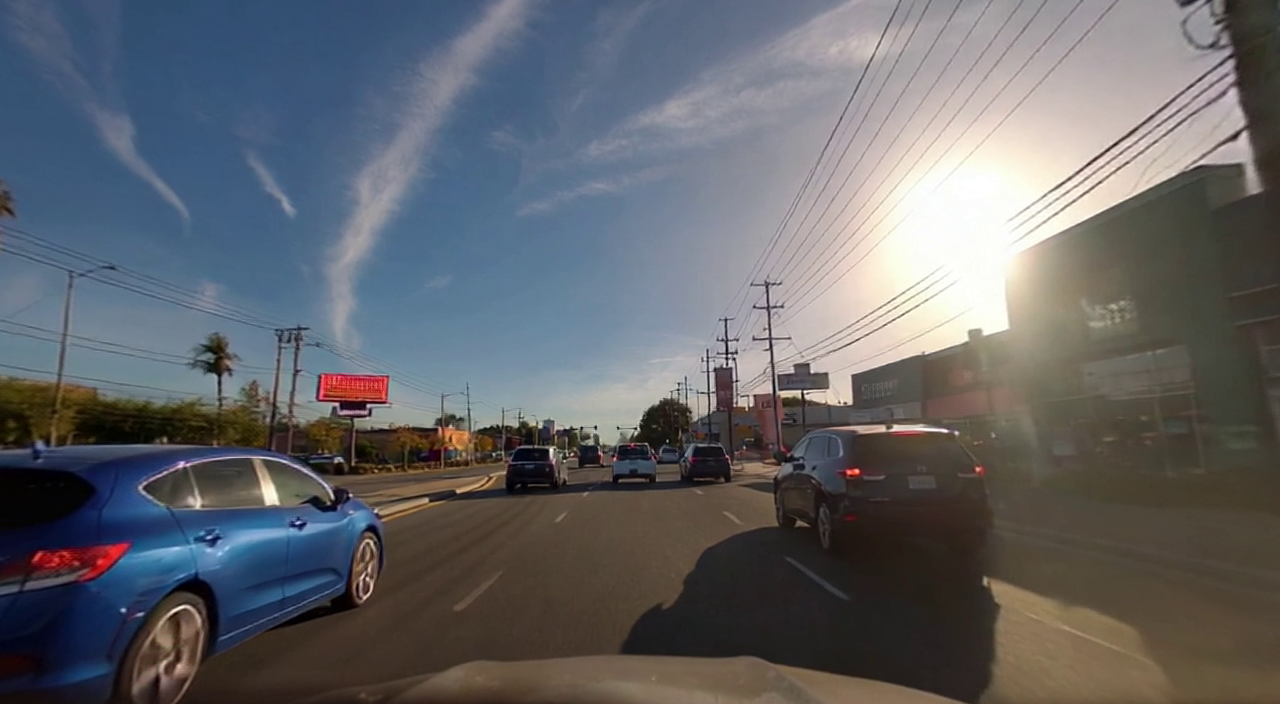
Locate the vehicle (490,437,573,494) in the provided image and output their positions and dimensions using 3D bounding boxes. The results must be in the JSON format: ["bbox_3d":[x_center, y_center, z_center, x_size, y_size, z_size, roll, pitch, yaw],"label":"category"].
[{"bbox_3d":[-3.448,3.687,20.844,2.051,1.671,3.861,0,-8,0],"label":"vehicle"}]

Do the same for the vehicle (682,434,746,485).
[{"bbox_3d":[2.969,4.417,26.282,2.026,1.904,4.102,0,-8,-1],"label":"vehicle"}]

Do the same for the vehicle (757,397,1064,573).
[{"bbox_3d":[3.407,1.810,9.400,2.282,1.897,4.915,0,-8,-1],"label":"vehicle"}]

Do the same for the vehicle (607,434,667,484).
[{"bbox_3d":[-0.153,4.479,26.757,2.326,1.925,4.253,0,-8,-1],"label":"vehicle"}]

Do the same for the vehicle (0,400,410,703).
[{"bbox_3d":[-3.231,1.166,3.791,2.022,1.498,4.471,0,-8,0],"label":"vehicle"}]

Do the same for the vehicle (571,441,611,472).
[{"bbox_3d":[-3.342,7.319,44.618,2.405,2.009,5.909,0,-8,-1],"label":"vehicle"}]

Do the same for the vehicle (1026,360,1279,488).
[{"bbox_3d":[12.551,1.866,15.799,2.477,2.665,5.203,0,-8,1],"label":"vehicle"}]
